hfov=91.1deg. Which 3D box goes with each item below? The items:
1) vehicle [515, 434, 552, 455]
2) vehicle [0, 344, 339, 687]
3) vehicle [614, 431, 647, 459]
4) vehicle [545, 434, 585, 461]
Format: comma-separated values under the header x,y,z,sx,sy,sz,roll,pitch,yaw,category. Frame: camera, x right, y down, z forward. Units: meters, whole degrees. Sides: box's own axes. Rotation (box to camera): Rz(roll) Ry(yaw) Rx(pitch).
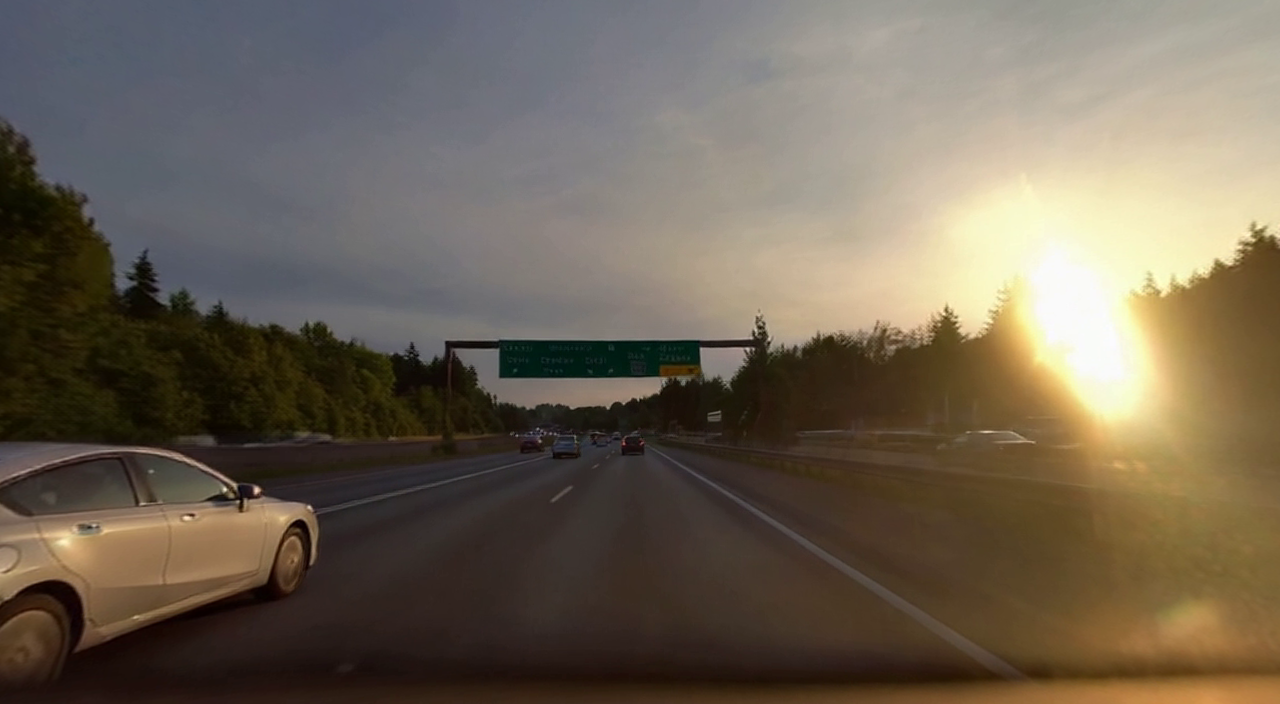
x,y,z,sx,sy,sz,roll,pitch,yaw,category
-8.179,7.107,48.629,1.953,1.524,4.863,0,-8,0,vehicle
-4.449,1.099,5.001,1.971,1.822,4.366,0,-8,-1,vehicle
-0.566,5.815,39.491,2.002,1.611,3.778,0,-8,0,vehicle
-4.335,5.576,36.944,1.909,1.445,4.087,0,-8,0,vehicle
